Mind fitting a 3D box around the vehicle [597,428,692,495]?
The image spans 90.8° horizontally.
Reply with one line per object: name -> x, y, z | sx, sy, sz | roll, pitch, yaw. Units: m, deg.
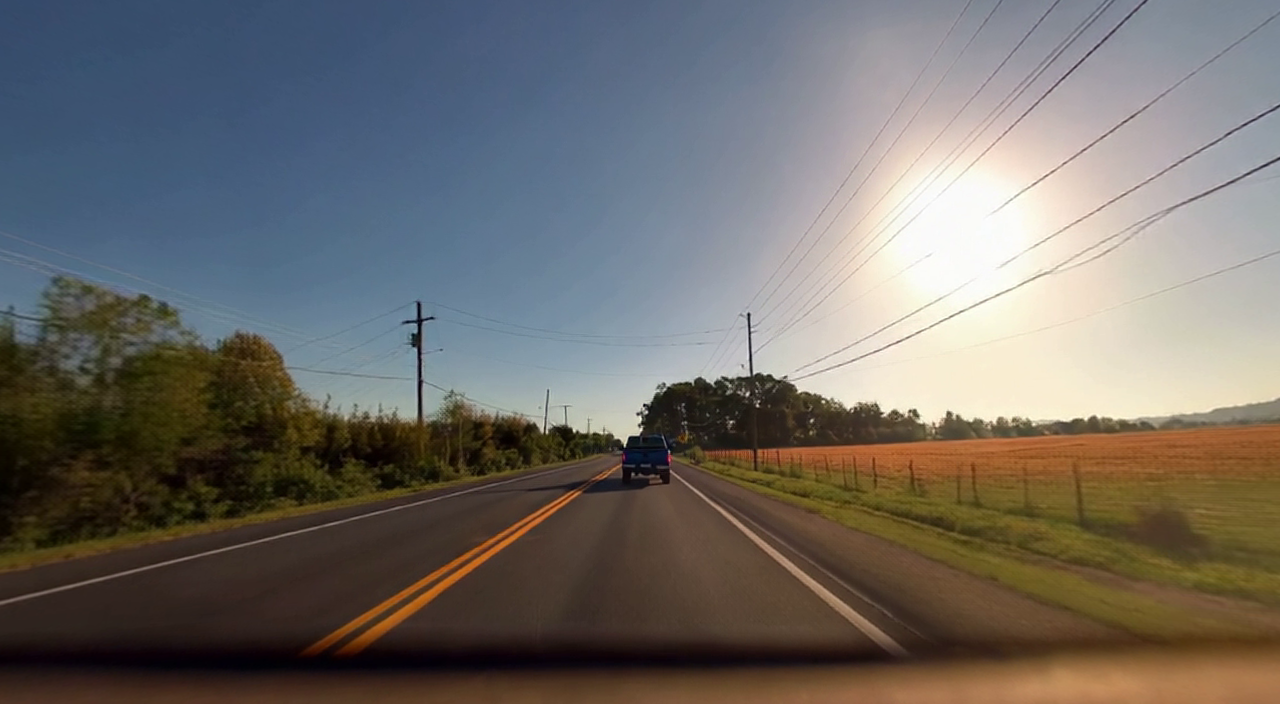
vehicle -> 0.103, 3.945, 23.228 | 2.921, 2.031, 7.416 | 0, -9, 0
